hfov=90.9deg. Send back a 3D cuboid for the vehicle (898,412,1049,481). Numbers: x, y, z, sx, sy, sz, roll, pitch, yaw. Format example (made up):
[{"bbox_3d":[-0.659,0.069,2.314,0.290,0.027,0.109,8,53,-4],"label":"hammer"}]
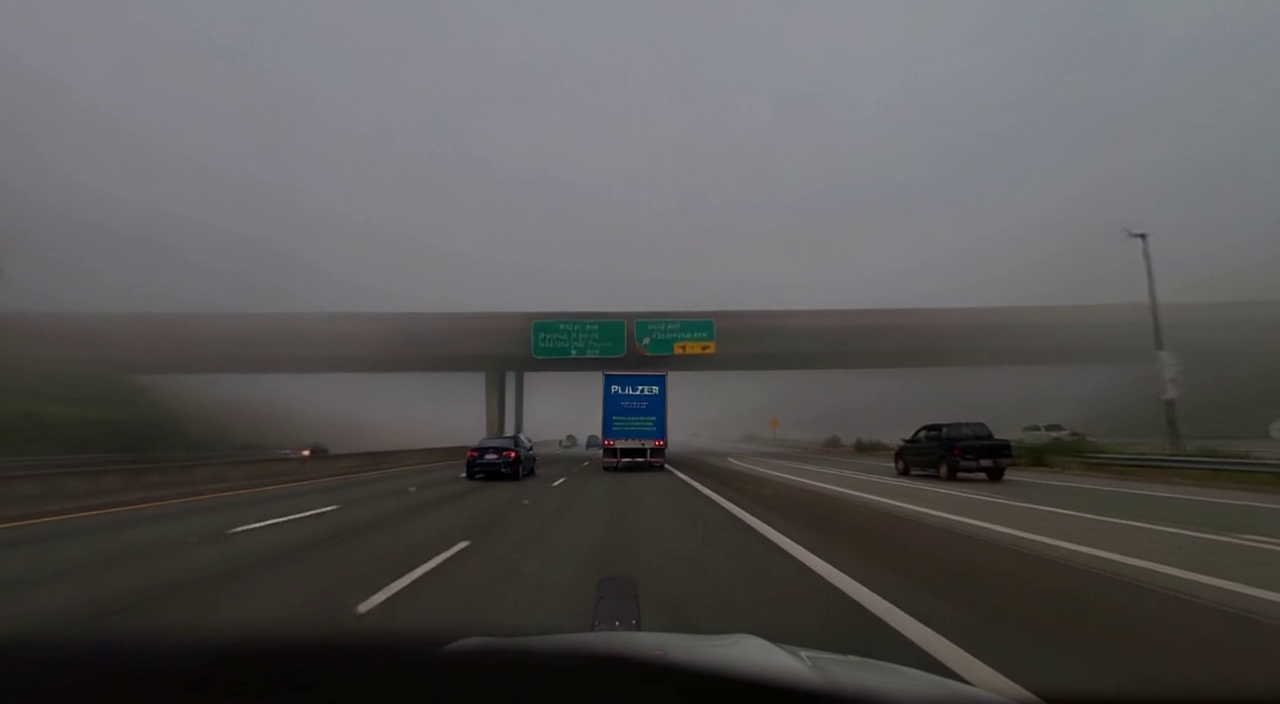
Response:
[{"bbox_3d":[9.934,2.868,19.286,2.052,1.841,4.481,0,-8,-1],"label":"vehicle"}]

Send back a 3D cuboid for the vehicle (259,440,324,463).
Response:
[{"bbox_3d":[-24.315,6.926,44.166,1.869,1.515,4.759,0,-8,-1],"label":"vehicle"}]

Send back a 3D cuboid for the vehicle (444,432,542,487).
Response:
[{"bbox_3d":[-4.221,3.127,18.782,1.943,1.446,4.158,0,-8,0],"label":"vehicle"}]

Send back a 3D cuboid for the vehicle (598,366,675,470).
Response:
[{"bbox_3d":[-0.337,3.307,30.035,2.926,3.959,11.818,0,-8,-2],"label":"vehicle"}]
